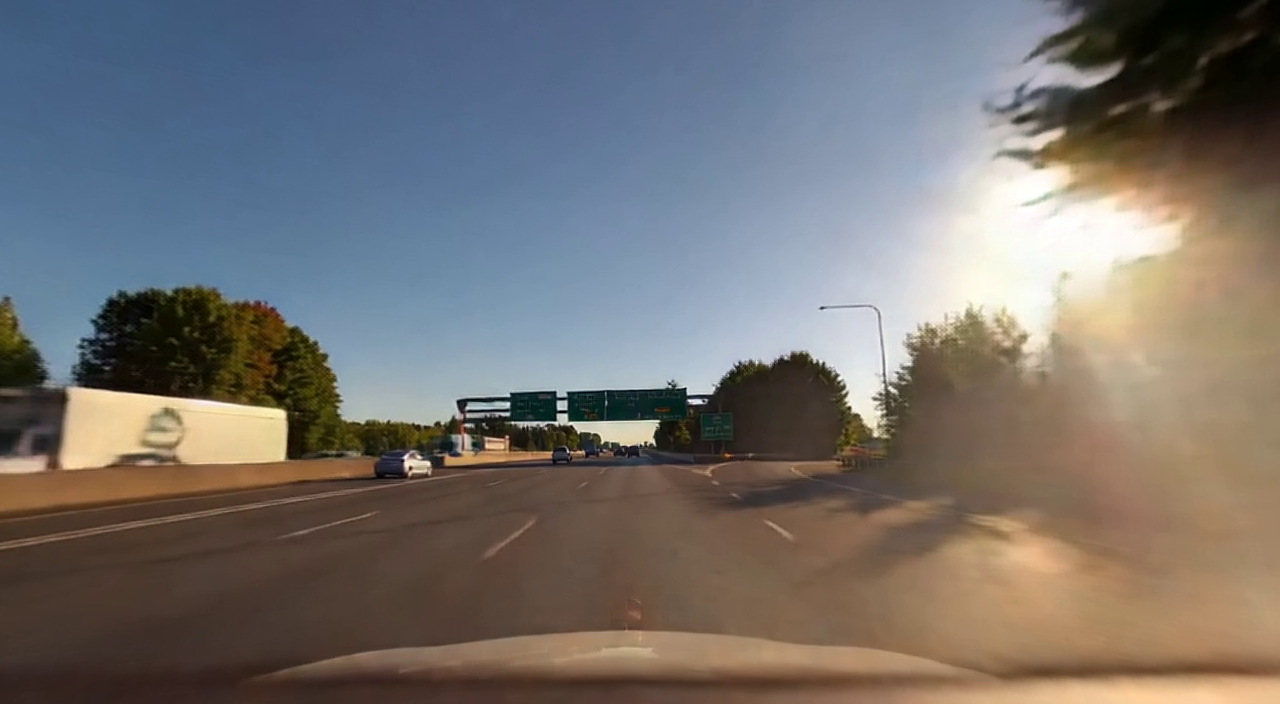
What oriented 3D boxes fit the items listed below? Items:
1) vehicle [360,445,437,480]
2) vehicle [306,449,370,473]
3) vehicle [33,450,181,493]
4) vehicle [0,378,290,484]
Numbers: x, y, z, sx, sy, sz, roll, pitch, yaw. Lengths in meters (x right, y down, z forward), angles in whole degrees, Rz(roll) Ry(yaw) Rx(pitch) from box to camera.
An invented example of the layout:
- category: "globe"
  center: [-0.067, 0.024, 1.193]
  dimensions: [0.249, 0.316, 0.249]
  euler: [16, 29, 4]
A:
- category: "vehicle"
  center: [-11.467, 5.246, 30.285]
  dimensions: [1.981, 1.503, 4.207]
  euler: [0, -8, 1]
- category: "vehicle"
  center: [-19.378, 6.976, 40.699]
  dimensions: [2.293, 1.429, 3.739]
  euler: [0, -8, 0]
- category: "vehicle"
  center: [-19.472, 4.355, 23.338]
  dimensions: [1.824, 1.416, 4.207]
  euler: [0, -9, 0]
- category: "vehicle"
  center: [-23.770, 4.104, 30.914]
  dimensions: [3.500, 3.728, 17.219]
  euler: [-1, -9, 0]
